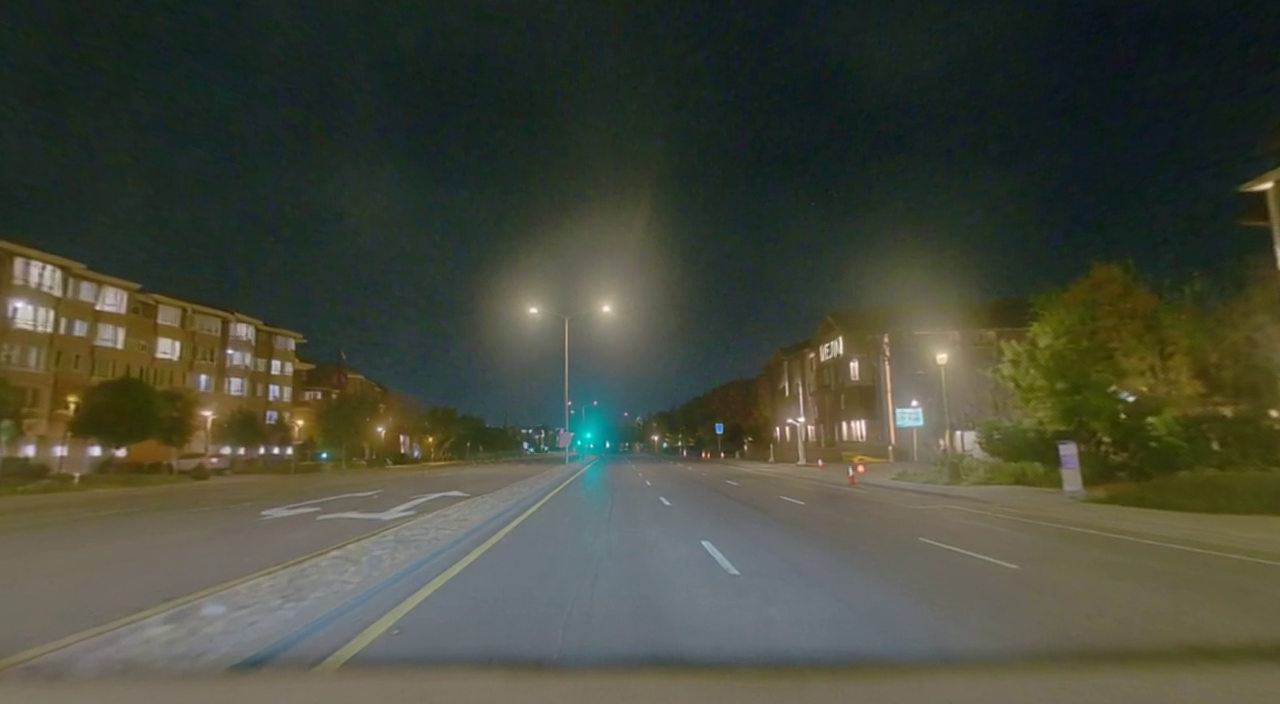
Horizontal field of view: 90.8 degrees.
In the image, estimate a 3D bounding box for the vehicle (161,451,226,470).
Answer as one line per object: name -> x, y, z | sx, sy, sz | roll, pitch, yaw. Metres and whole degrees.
vehicle -> -34.271, 8.328, 48.544 | 3.732, 1.453, 1.721 | -1, -9, 3
